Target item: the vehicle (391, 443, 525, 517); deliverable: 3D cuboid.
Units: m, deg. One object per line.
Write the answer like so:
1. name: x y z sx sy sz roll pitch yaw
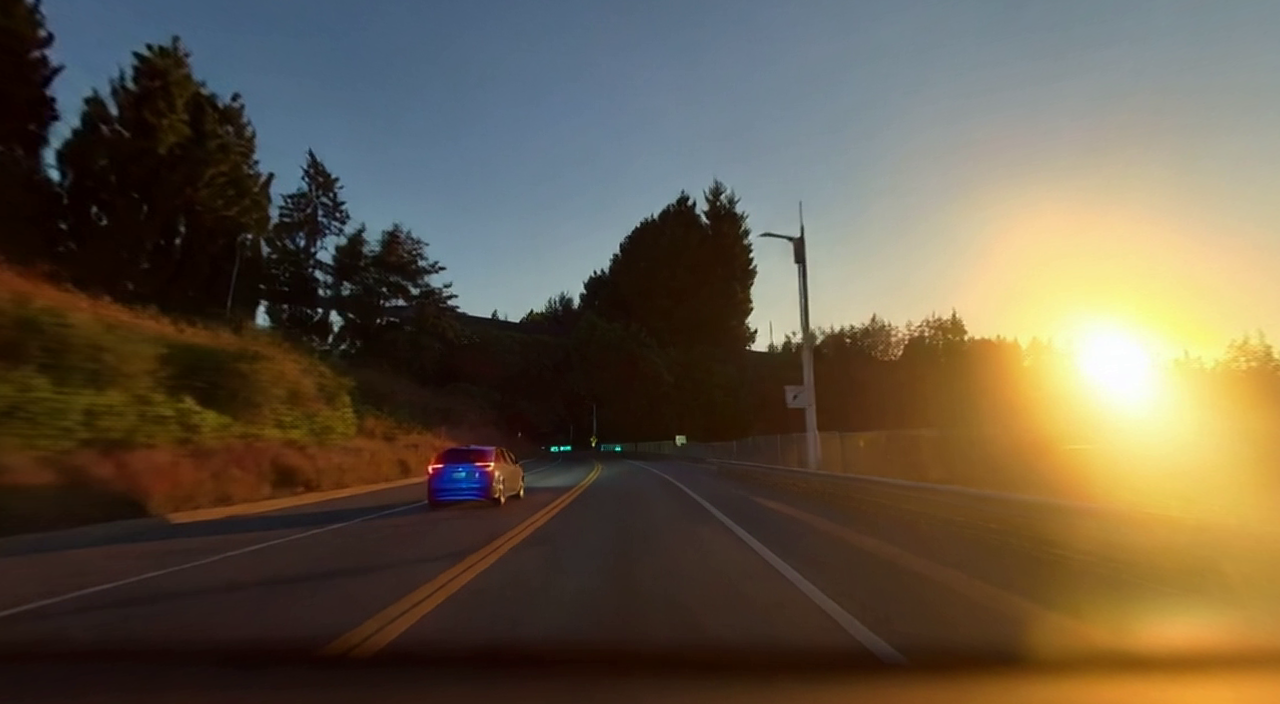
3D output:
1. vehicle: -4.210 3.005 15.413 1.968 1.503 4.443 -1 -9 0
